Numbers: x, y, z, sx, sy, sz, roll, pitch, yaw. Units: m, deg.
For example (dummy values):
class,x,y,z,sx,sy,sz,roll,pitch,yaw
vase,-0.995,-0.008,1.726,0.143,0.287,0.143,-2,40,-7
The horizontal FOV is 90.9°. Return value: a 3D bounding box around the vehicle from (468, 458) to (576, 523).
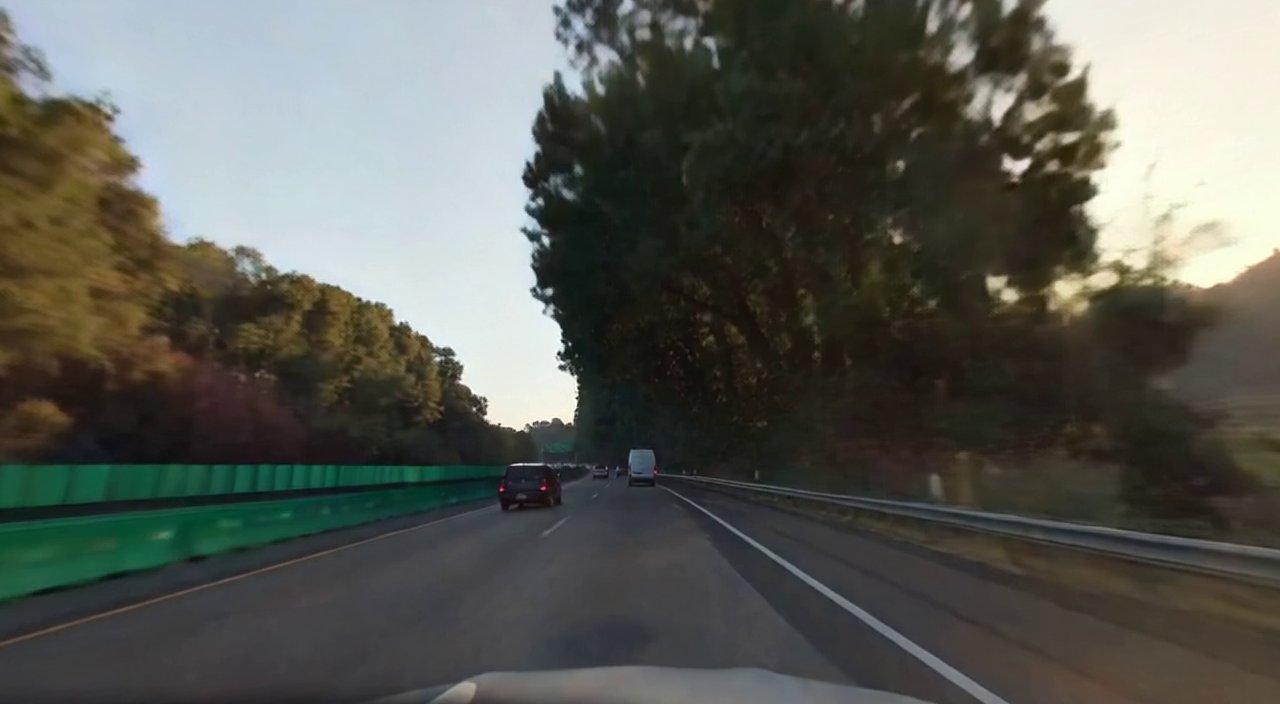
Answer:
class,x,y,z,sx,sy,sz,roll,pitch,yaw
vehicle,-3.034,3.705,17.206,2.038,1.490,4.391,1,-11,1
